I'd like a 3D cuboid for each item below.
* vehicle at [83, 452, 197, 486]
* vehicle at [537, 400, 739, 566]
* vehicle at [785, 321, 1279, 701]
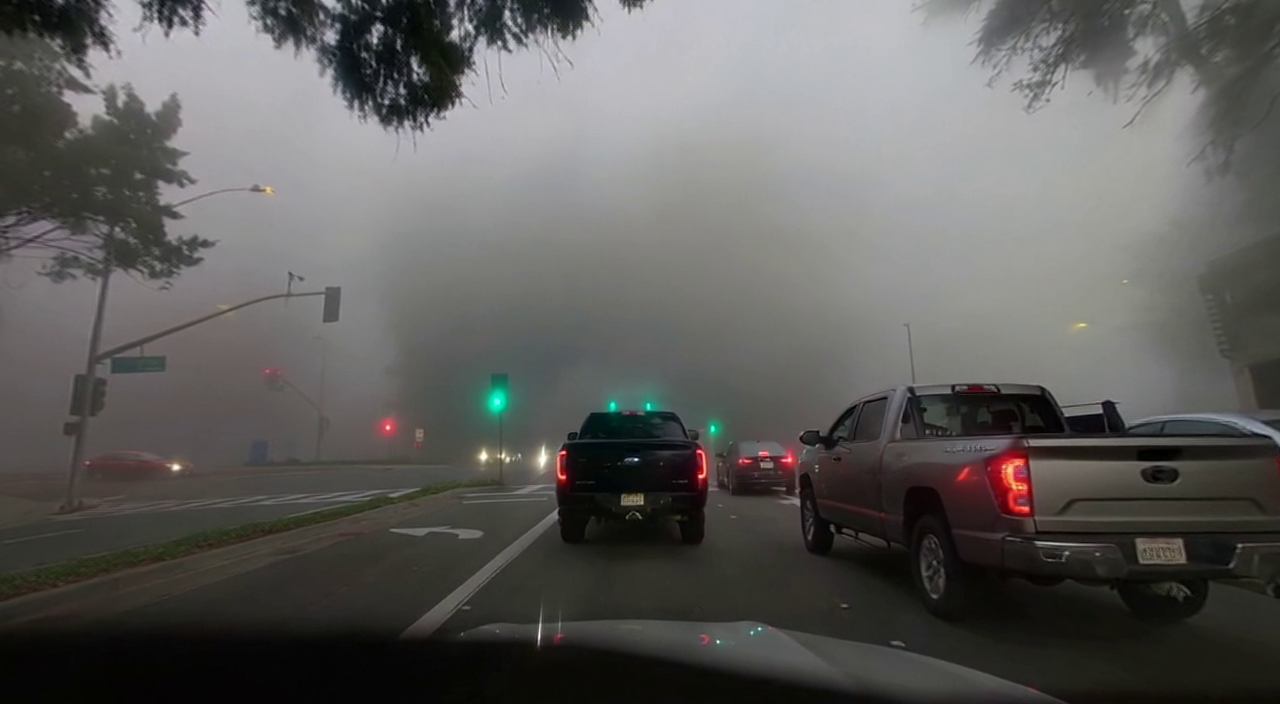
[{"bbox_3d":[-26.528,6.186,33.725,4.437,1.669,1.936,5,-10,-30],"label":"vehicle"},{"bbox_3d":[-0.087,1.826,9.593,2.240,1.821,5.001,0,-9,-2],"label":"vehicle"},{"bbox_3d":[3.324,1.218,6.150,2.412,1.953,5.682,0,-9,-1],"label":"vehicle"}]
